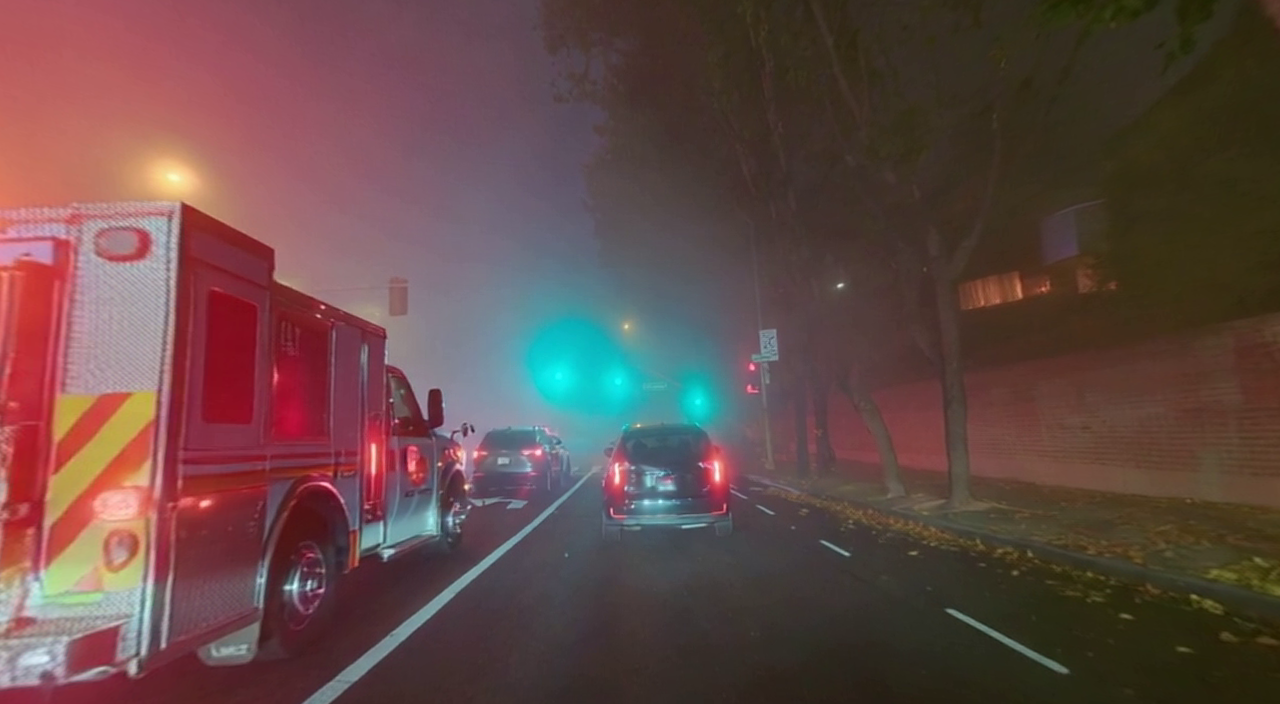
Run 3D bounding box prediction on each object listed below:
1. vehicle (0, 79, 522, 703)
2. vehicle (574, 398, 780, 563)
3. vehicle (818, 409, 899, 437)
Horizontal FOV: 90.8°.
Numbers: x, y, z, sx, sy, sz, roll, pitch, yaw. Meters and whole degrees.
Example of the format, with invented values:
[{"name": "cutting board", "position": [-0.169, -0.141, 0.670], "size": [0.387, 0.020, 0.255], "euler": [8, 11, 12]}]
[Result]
[{"name": "vehicle", "position": [-3.544, 0.714, 6.526], "size": [3.504, 3.426, 7.085], "euler": [0, -6, -2]}, {"name": "vehicle", "position": [0.240, 1.807, 9.657], "size": [2.332, 1.831, 4.930], "euler": [0, -8, -4]}, {"name": "vehicle", "position": [14.394, 4.719, 41.713], "size": [4.528, 1.704, 2.073], "euler": [1, -9, -12]}]
